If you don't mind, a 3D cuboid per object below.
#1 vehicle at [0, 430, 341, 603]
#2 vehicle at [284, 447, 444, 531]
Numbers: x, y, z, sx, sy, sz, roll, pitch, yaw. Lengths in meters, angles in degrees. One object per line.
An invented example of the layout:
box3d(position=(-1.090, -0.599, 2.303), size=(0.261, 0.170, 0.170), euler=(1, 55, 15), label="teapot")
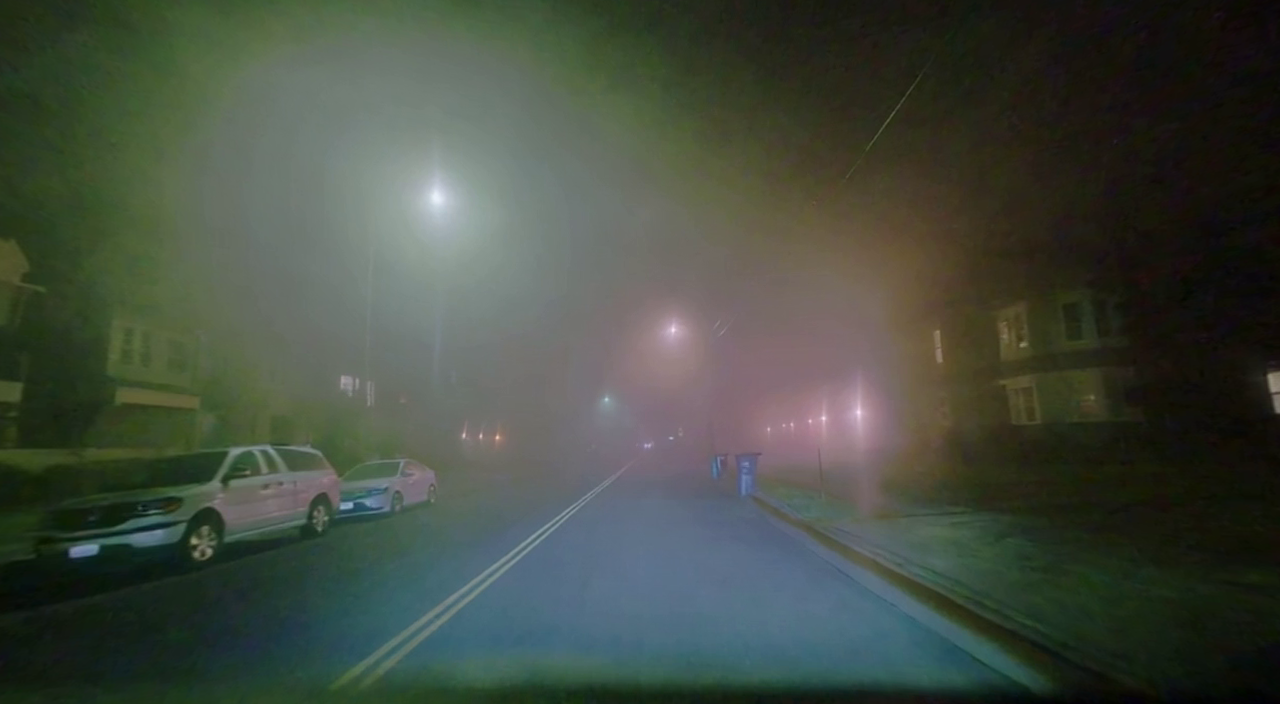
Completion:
box3d(position=(-6.553, 2.145, 9.351), size=(1.890, 1.723, 4.539), euler=(-6, -7, 1), label="vehicle")
box3d(position=(-6.380, 3.153, 15.157), size=(1.880, 1.458, 4.292), euler=(-4, -7, 1), label="vehicle")
